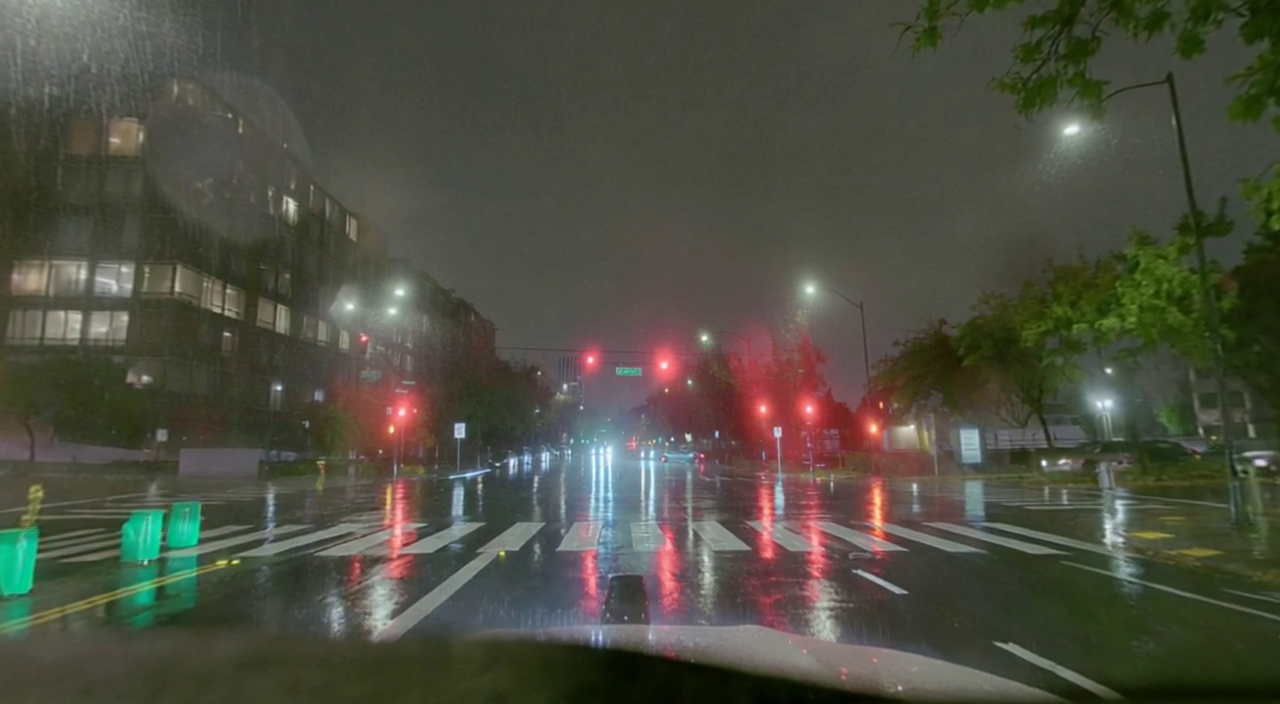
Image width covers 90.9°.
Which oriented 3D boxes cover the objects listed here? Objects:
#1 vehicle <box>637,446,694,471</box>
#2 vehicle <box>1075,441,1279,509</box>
[{"bbox_3d":[1.566,6.771,40.386,1.972,1.522,4.368,3,-9,-23],"label":"vehicle"},{"bbox_3d":[13.004,2.792,14.561,4.424,1.436,1.804,-1,-8,5],"label":"vehicle"}]
